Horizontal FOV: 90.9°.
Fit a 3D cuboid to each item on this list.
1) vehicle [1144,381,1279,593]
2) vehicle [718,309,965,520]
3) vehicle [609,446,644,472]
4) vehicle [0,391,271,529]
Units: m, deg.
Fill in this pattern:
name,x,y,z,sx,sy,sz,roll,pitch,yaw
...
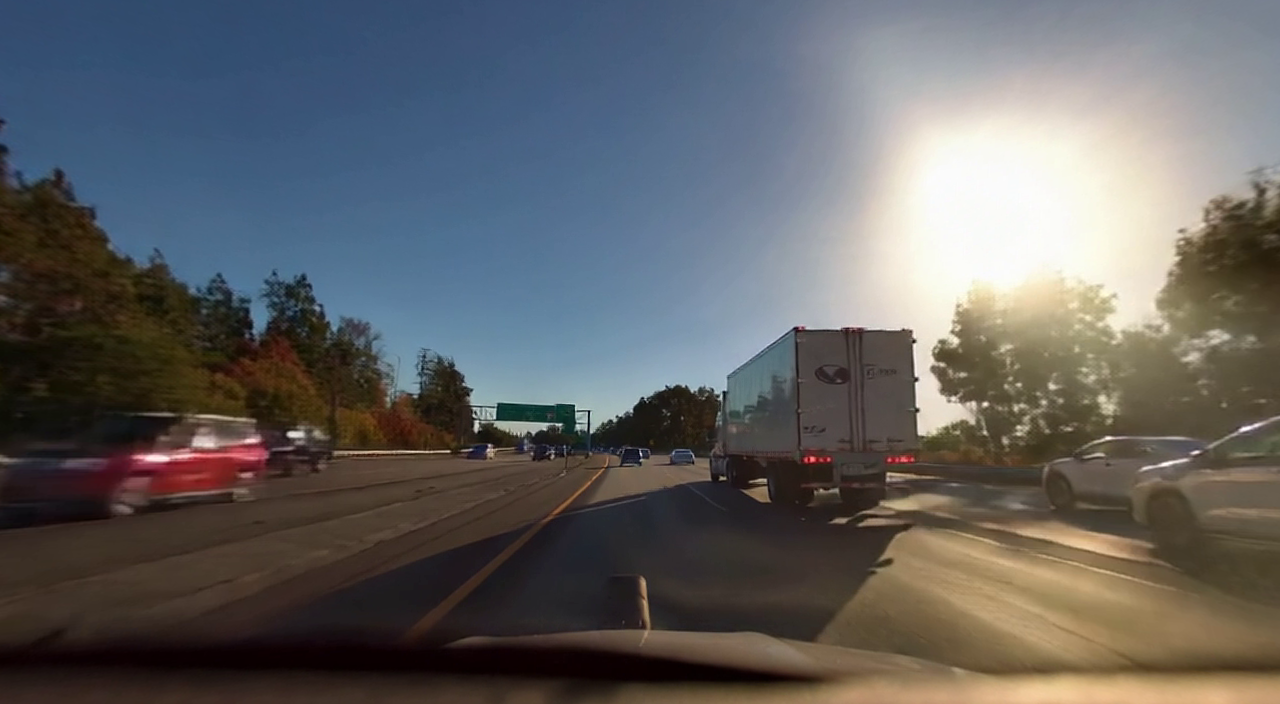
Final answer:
name,x,y,z,sx,sy,sz,roll,pitch,yaw
vehicle,6.764,1.024,4.498,2.128,1.872,5.043,0,-9,0
vehicle,4.672,2.227,19.025,2.890,4.006,14.039,0,-9,0
vehicle,-0.831,6.799,40.197,2.111,1.599,3.859,0,-9,-1
vehicle,-7.873,1.560,9.369,1.839,1.512,4.771,0,-9,1
